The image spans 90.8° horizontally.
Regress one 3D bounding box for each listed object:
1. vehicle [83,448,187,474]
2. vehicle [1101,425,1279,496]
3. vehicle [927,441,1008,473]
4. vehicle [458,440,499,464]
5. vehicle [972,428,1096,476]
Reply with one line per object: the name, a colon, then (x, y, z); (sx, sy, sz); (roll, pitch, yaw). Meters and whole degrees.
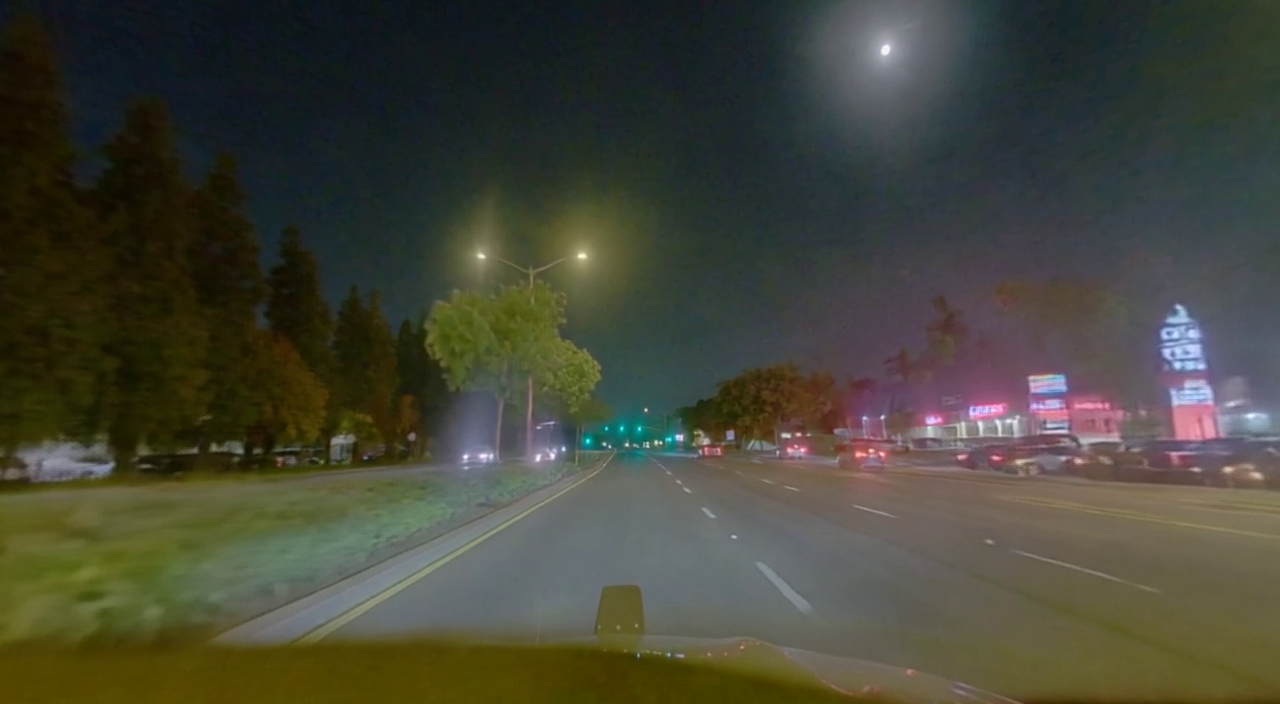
vehicle: (-30.849, 6.641, 38.702); (4.742, 1.459, 1.867); (0, -8, -1)
vehicle: (16.541, 3.079, 18.351); (2.052, 1.749, 5.213); (0, -9, -4)
vehicle: (16.275, 5.202, 31.649); (1.892, 1.421, 4.556); (-2, -8, 5)
vehicle: (-12.308, 7.643, 48.530); (1.985, 1.715, 4.330); (0, -9, 0)
vehicle: (19.029, 4.828, 30.945); (2.232, 2.008, 5.812); (-3, -8, 0)
